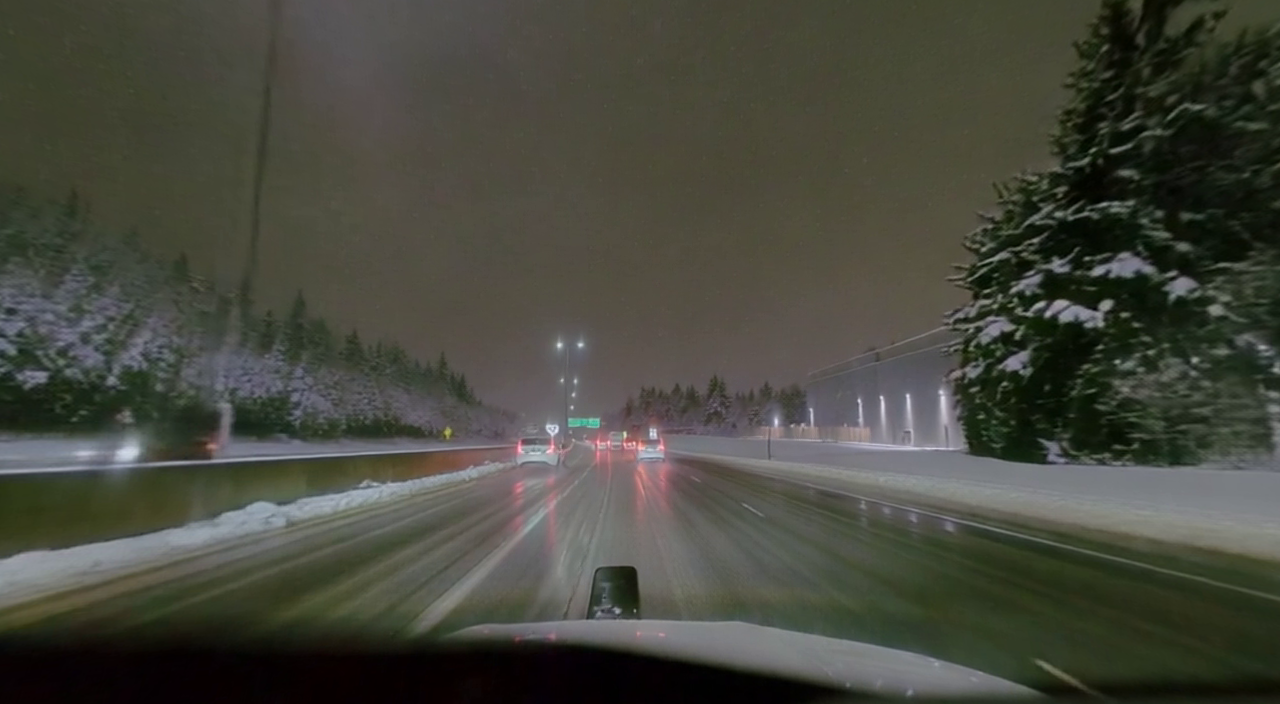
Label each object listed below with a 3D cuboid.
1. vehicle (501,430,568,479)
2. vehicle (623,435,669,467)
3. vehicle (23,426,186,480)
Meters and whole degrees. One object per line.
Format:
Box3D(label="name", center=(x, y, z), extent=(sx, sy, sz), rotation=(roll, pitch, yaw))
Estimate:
Box3D(label="vehicle", center=(-4.139, 4.080, 25.345), extent=(2.080, 1.733, 4.410), rotation=(0, -8, -2))
Box3D(label="vehicle", center=(0.263, 5.519, 35.263), extent=(2.078, 1.608, 3.982), rotation=(0, -8, -6))
Box3D(label="vehicle", center=(-17.076, 3.233, 20.382), extent=(1.853, 1.517, 3.978), rotation=(0, -8, -2))
